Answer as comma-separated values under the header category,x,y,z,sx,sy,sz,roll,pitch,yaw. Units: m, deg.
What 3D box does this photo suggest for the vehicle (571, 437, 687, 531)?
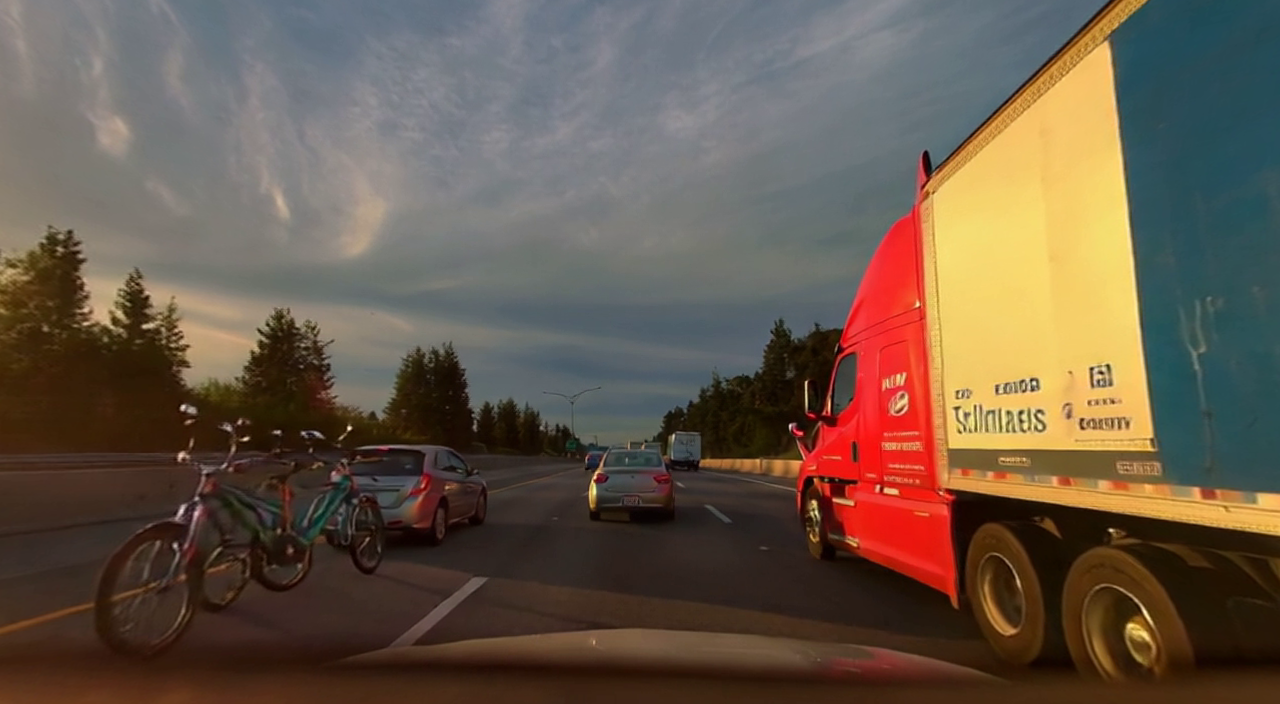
category,x,y,z,sx,sy,sz,roll,pitch,yaw
vehicle,-0.210,2.526,12.516,1.973,1.574,3.426,0,-9,-1

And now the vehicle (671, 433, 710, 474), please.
category,x,y,z,sx,sy,sz,roll,pitch,yaw
vehicle,3.436,7.039,43.905,2.234,2.679,5.372,0,-9,-1

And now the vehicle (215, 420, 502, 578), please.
category,x,y,z,sx,sy,sz,roll,pitch,yaw
vehicle,-3.524,1.940,9.105,1.985,1.671,4.604,0,-9,0
